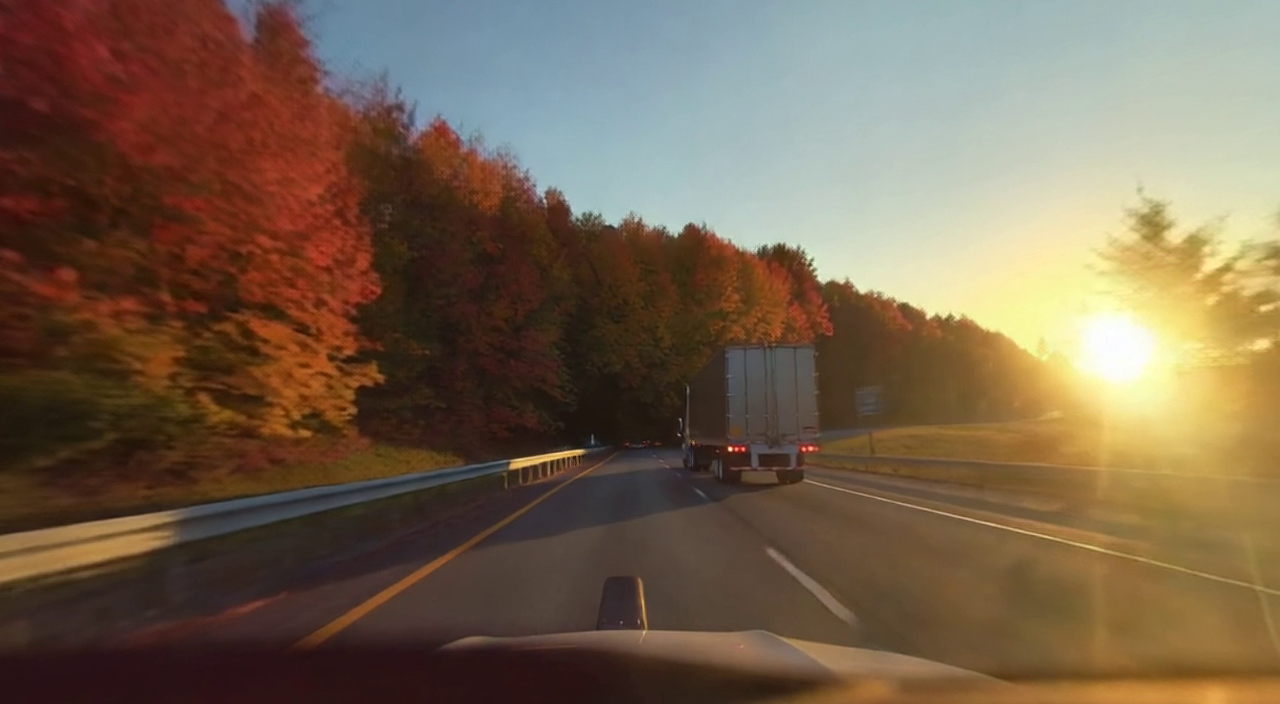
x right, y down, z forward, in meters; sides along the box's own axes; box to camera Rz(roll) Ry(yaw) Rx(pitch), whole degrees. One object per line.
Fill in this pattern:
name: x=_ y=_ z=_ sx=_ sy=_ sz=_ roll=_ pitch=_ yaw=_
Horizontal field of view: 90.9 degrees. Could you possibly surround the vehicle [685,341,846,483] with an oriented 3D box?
vehicle: x=4.136 y=2.763 z=25.638 sx=3.357 sy=4.101 sz=14.659 roll=0 pitch=-8 yaw=-1
